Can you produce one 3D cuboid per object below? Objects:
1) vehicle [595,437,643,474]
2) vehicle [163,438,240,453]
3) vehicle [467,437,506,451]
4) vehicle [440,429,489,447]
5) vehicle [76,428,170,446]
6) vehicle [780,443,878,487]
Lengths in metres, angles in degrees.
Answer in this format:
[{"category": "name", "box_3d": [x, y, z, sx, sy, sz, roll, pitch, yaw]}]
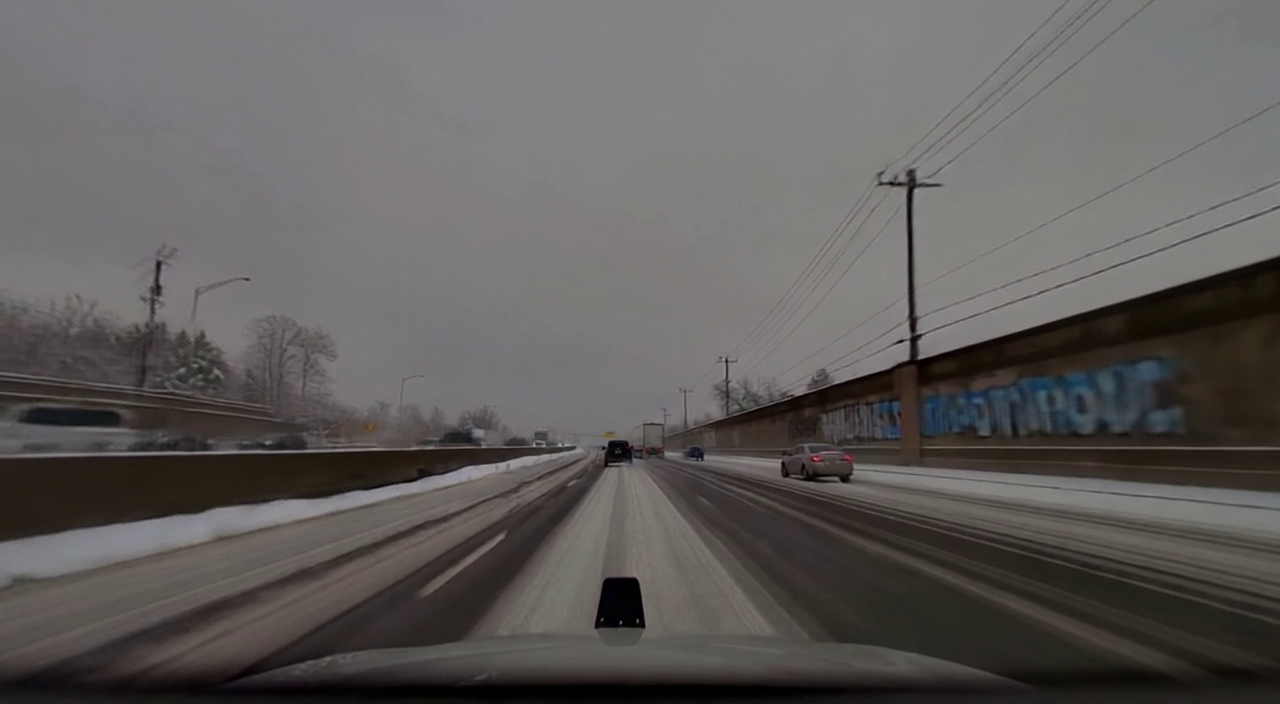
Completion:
[{"category": "vehicle", "box_3d": [-1.010, 5.005, 30.699, 2.191, 1.685, 3.353, 0, -9, -2]}, {"category": "vehicle", "box_3d": [-32.014, 6.845, 46.255, 4.477, 1.085, 1.982, 5, -10, -32]}, {"category": "vehicle", "box_3d": [-11.091, 6.723, 45.917, 1.884, 0.990, 3.895, 0, -9, 0]}, {"category": "vehicle", "box_3d": [-11.451, 5.673, 41.552, 2.021, 1.111, 4.395, 0, -9, -1]}, {"category": "vehicle", "box_3d": [-32.269, 5.338, 39.607, 4.287, 1.030, 2.050, 5, -10, -31]}, {"category": "vehicle", "box_3d": [6.908, 4.161, 23.680, 2.018, 1.451, 4.762, 0, -9, -3]}]
